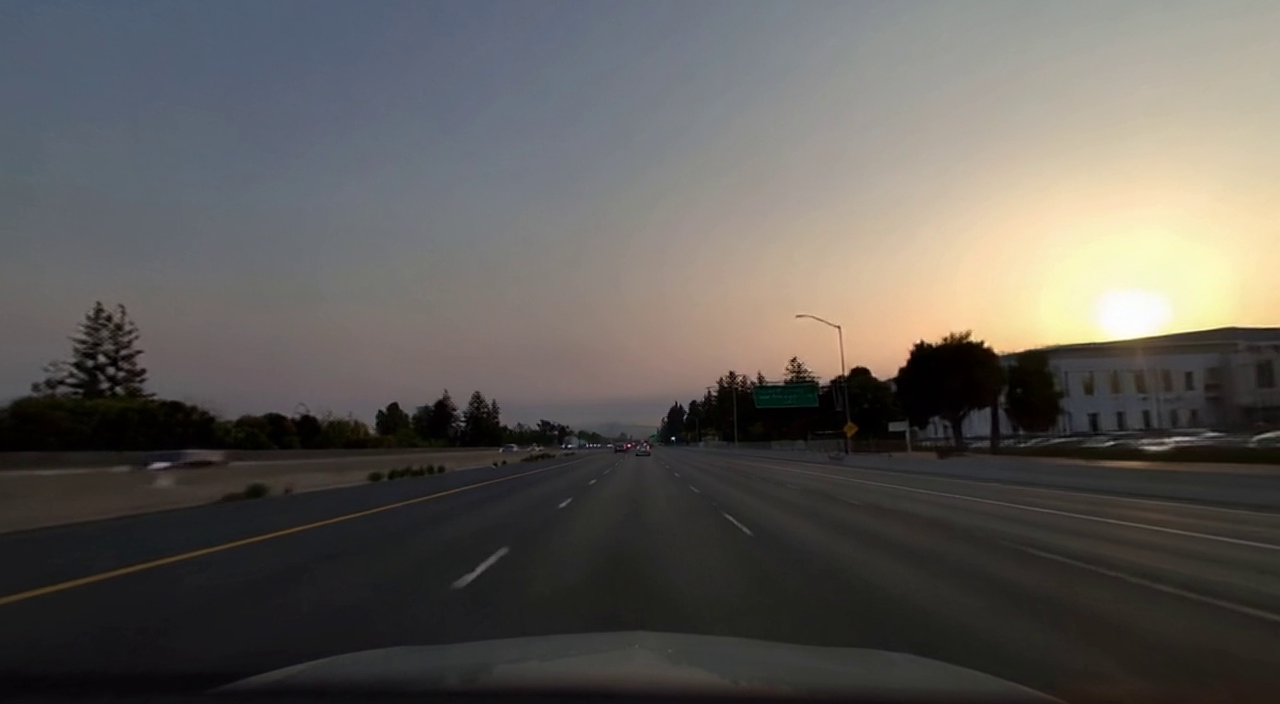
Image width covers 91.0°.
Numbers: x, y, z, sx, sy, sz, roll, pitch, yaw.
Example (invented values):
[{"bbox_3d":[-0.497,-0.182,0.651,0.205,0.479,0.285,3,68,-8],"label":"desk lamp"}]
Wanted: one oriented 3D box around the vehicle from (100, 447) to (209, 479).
[{"bbox_3d":[-25.275,5.766,33.031,1.876,1.517,4.715,0,-9,1],"label":"vehicle"}]
